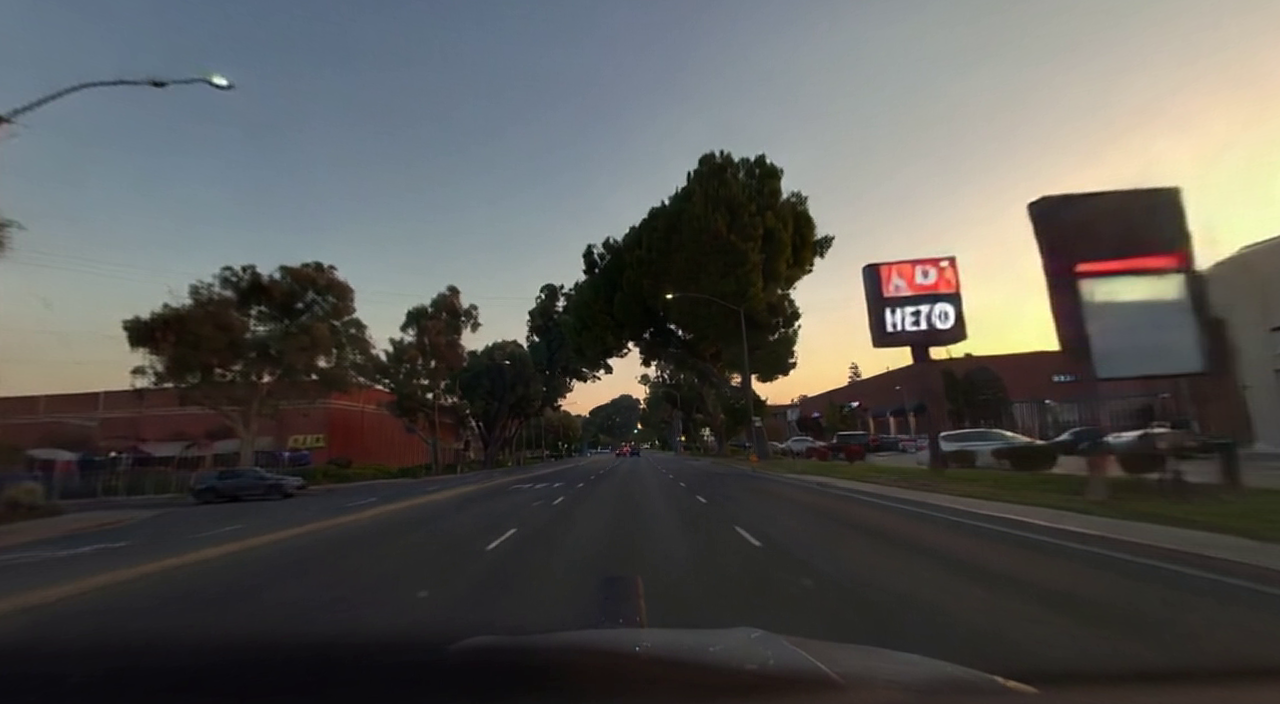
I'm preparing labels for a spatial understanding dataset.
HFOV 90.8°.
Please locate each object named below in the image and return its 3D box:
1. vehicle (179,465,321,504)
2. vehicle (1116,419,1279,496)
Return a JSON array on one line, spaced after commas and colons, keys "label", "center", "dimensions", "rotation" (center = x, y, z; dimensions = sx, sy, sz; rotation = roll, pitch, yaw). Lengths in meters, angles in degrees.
[{"label": "vehicle", "center": [-16.900, 5.741, 27.571], "dimensions": [4.752, 1.523, 2.123], "rotation": [0, -8, -2]}, {"label": "vehicle", "center": [16.080, 2.722, 16.782], "dimensions": [4.914, 1.540, 2.200], "rotation": [-6, -8, 2]}]
